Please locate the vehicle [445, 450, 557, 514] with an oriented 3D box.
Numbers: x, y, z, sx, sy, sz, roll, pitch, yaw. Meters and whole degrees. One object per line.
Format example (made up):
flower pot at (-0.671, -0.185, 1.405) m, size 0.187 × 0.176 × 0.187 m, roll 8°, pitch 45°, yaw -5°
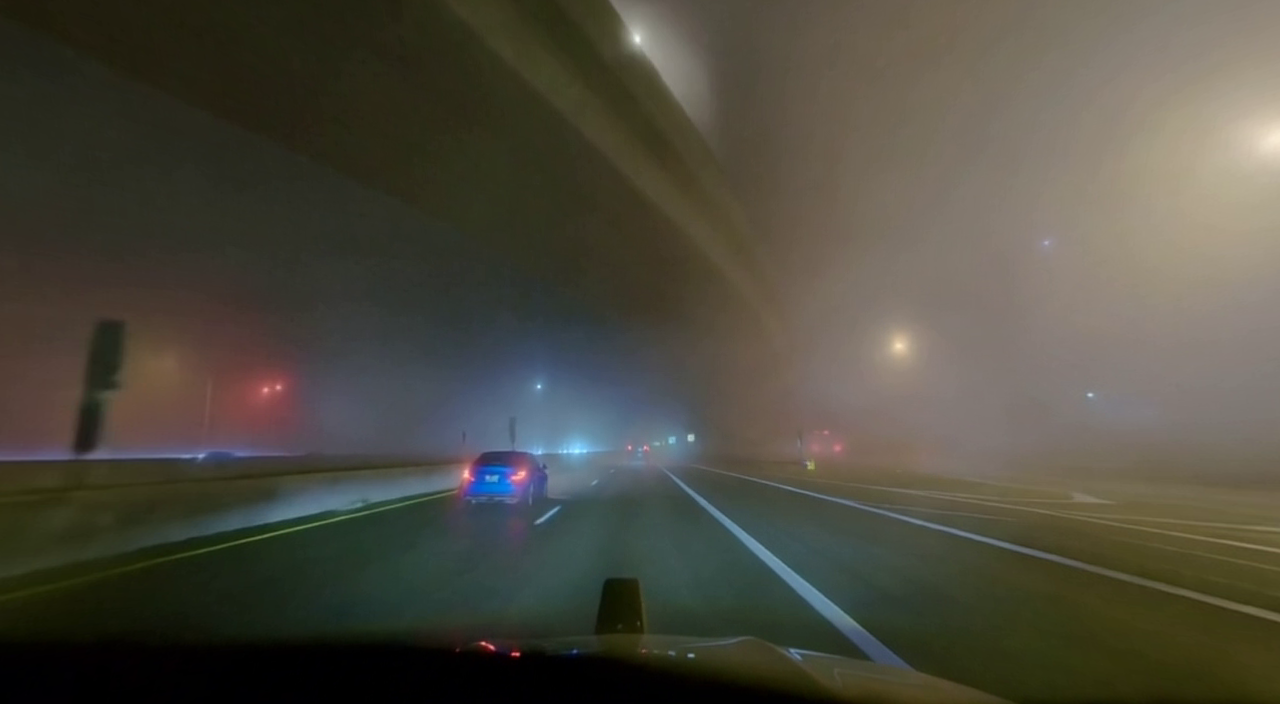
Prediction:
vehicle at (-3.562, 3.401, 17.017) m, size 2.044 × 1.478 × 4.114 m, roll 0°, pitch -9°, yaw 1°
